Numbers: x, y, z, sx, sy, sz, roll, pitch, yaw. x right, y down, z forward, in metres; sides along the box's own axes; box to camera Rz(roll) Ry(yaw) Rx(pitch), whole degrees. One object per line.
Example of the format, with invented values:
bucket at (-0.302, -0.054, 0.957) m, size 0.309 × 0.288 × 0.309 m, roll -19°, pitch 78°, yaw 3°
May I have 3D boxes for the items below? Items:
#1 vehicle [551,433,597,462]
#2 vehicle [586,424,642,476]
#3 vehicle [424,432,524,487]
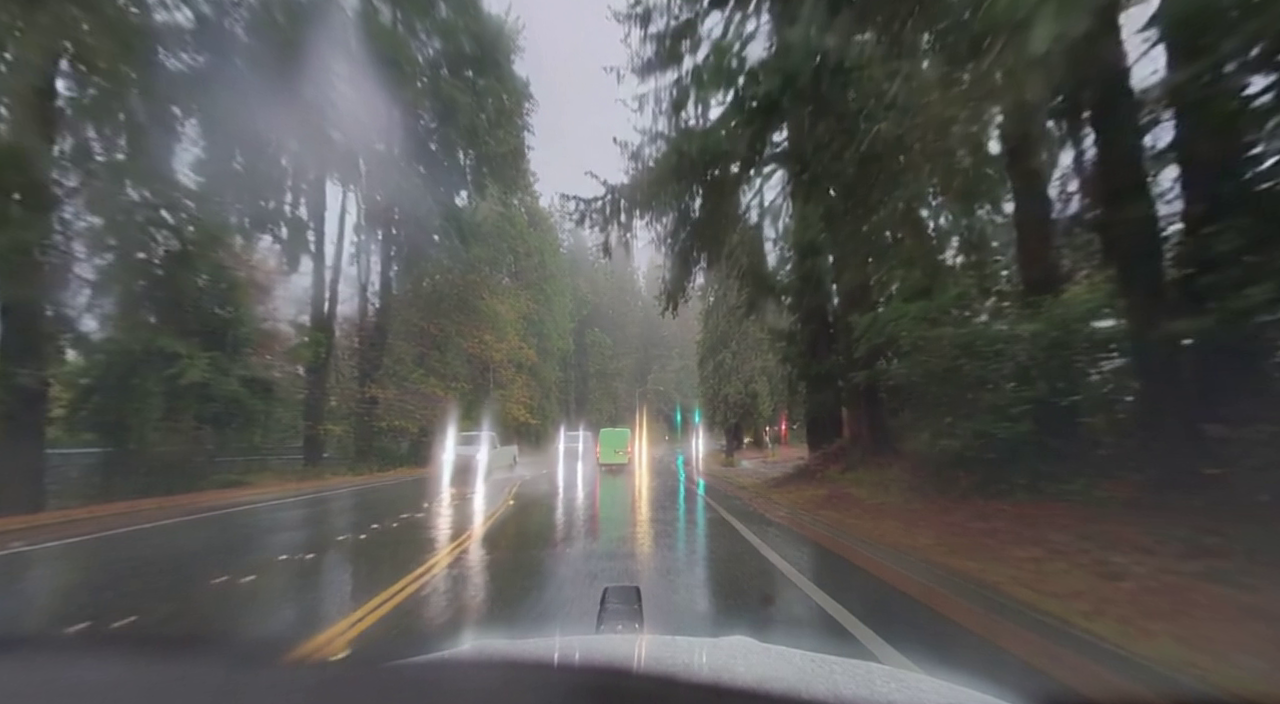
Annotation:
vehicle at (-4.878, 7.192, 47.491) m, size 2.295 × 1.981 × 5.836 m, roll -1°, pitch -8°, yaw 6°
vehicle at (-1.149, 4.564, 29.491) m, size 2.362 × 2.185 × 5.212 m, roll 0°, pitch -8°, yaw -1°
vehicle at (-5.410, 3.566, 21.182) m, size 2.051 × 1.648 × 4.451 m, roll 0°, pitch -8°, yaw 2°
